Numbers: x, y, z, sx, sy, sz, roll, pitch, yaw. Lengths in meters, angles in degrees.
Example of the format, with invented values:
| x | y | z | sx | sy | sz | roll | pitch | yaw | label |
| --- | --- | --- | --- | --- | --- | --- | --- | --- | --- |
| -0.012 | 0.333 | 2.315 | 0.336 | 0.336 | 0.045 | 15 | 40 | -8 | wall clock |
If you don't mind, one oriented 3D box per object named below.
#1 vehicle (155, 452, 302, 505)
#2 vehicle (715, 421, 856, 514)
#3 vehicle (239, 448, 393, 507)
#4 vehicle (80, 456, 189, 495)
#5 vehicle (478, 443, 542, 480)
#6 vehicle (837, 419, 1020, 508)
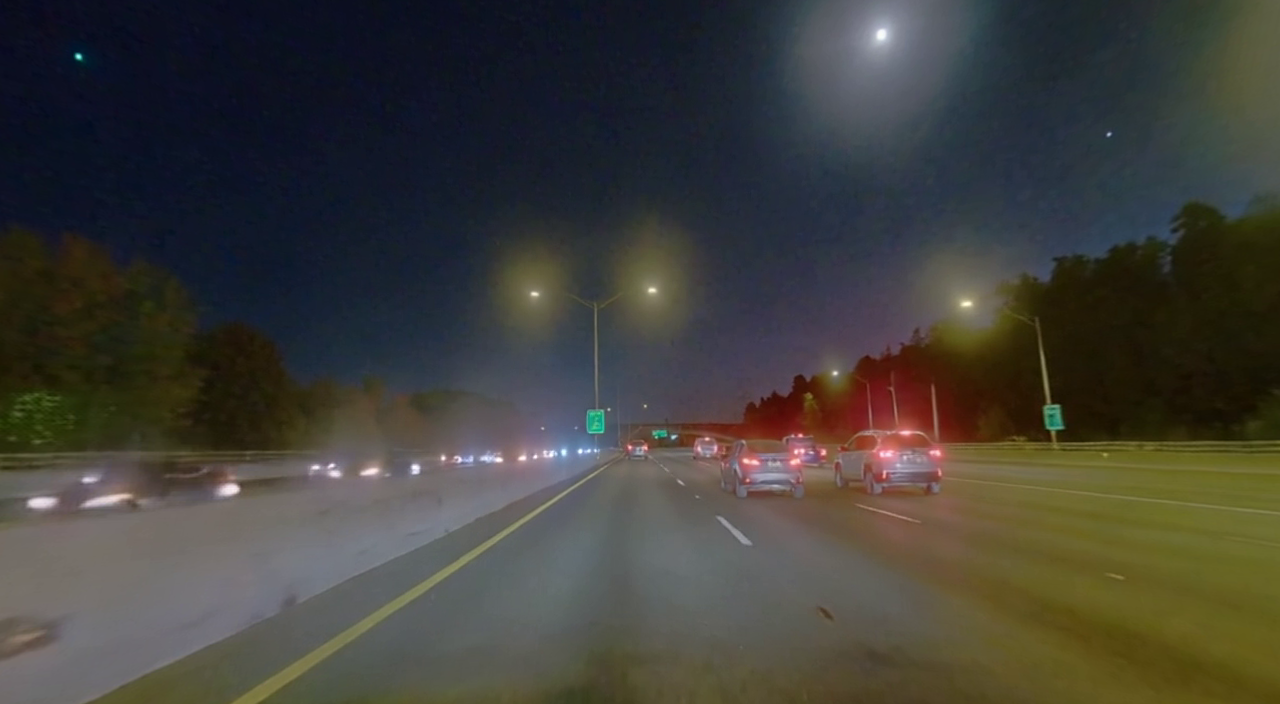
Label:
| x | y | z | sx | sy | sz | roll | pitch | yaw | label |
| --- | --- | --- | --- | --- | --- | --- | --- | --- | --- |
| -13.256 | 4.064 | 20.709 | 2.186 | 1.521 | 3.866 | 0 | -9 | 0 | vehicle |
| 2.962 | 2.474 | 13.950 | 2.059 | 1.711 | 4.302 | 0 | -9 | -1 | vehicle |
| -9.344 | 3.624 | 18.768 | 2.076 | 1.492 | 4.669 | 0 | -9 | 0 | vehicle |
| -24.596 | 5.987 | 30.953 | 1.869 | 1.649 | 4.303 | 0 | -9 | -3 | vehicle |
| -5.762 | 4.890 | 28.530 | 1.948 | 1.554 | 4.122 | 0 | -9 | 1 | vehicle |
| 6.656 | 2.645 | 15.385 | 2.040 | 1.801 | 4.959 | 0 | -9 | -1 | vehicle |
